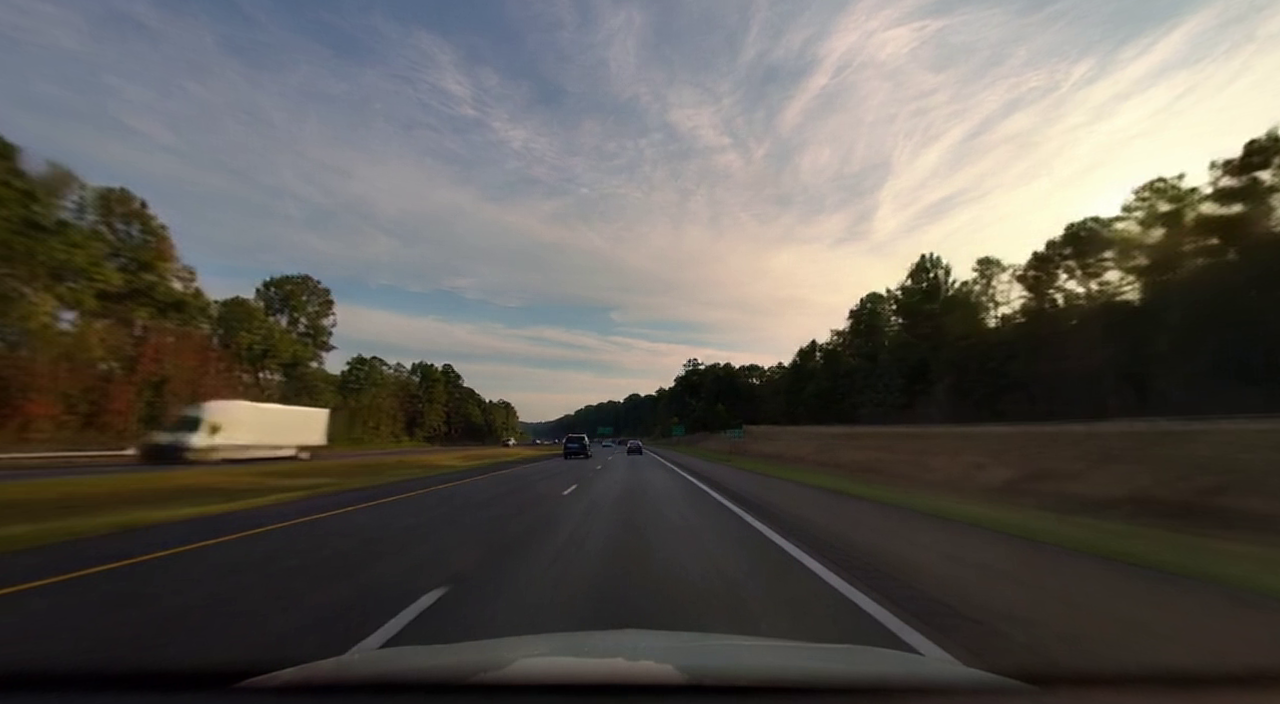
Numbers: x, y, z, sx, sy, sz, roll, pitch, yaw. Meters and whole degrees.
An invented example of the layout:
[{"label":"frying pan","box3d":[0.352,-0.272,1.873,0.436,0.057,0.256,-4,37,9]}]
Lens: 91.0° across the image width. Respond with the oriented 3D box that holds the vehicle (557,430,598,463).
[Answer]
[{"label":"vehicle","box3d":[-4.146,6.343,42.428,2.241,2.034,4.890,0,-8,0]}]
